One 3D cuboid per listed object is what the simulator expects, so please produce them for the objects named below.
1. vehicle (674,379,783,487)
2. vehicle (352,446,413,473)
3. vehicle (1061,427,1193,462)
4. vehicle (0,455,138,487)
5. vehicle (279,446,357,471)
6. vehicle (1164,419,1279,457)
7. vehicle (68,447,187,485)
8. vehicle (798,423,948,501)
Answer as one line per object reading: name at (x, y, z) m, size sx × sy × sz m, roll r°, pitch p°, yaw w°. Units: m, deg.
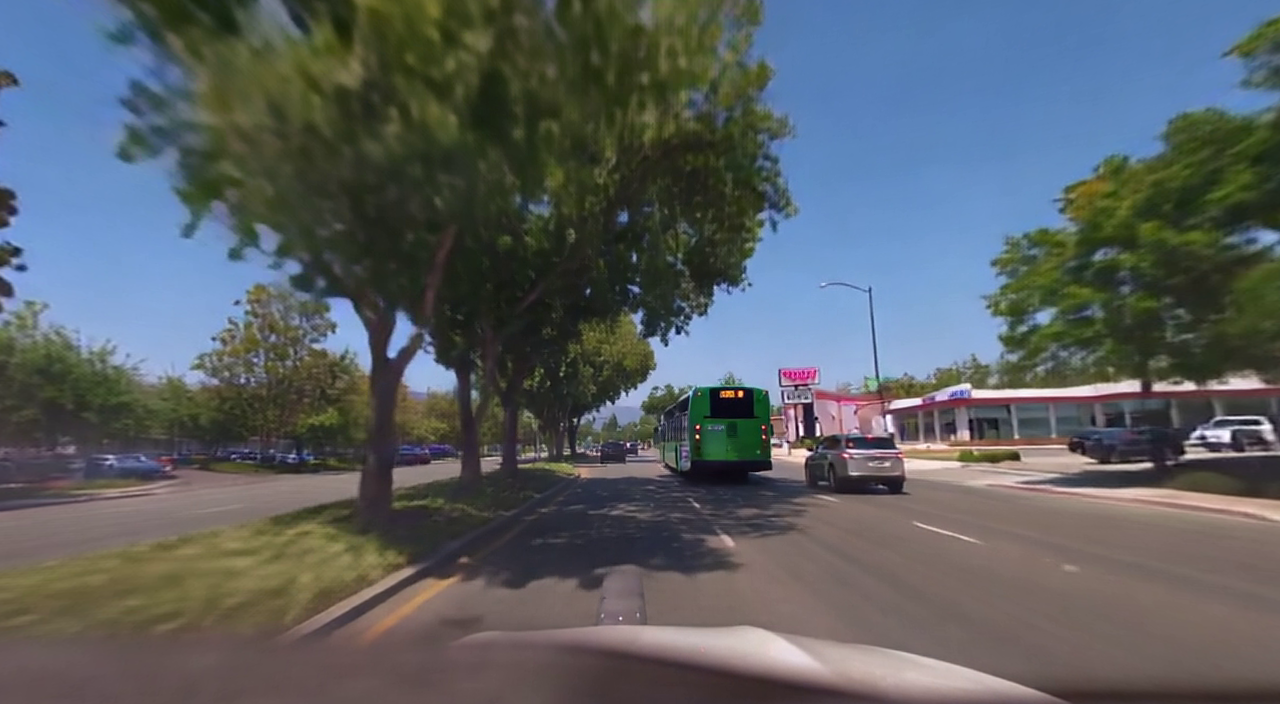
vehicle at (2.946, 3.130, 23.956) m, size 2.766 × 3.306 × 9.281 m, roll 0°, pitch -8°, yaw 0°
vehicle at (-19.182, 8.003, 47.113) m, size 2.277 × 1.764 × 5.283 m, roll -2°, pitch -8°, yaw 1°
vehicle at (21.891, 4.152, 28.359) m, size 4.589 × 1.480 × 1.979 m, roll 1°, pitch -8°, yaw -10°
vehicle at (-30.885, 6.412, 34.272) m, size 2.314 × 1.487 × 5.898 m, roll 0°, pitch -9°, yaw -1°
vehicle at (-25.197, 8.321, 49.350) m, size 4.857 × 1.846 × 2.185 m, roll 0°, pitch -8°, yaw -2°
vehicle at (27.260, 4.000, 29.064) m, size 4.499 × 1.685 × 2.065 m, roll 2°, pitch -9°, yaw -9°
vehicle at (-28.216, 6.250, 34.953) m, size 2.181 × 1.901 × 5.196 m, roll 0°, pitch -8°, yaw 1°
vehicle at (5.927, 2.856, 16.779) m, size 2.129 × 1.754 × 4.668 m, roll 0°, pitch -8°, yaw -1°
